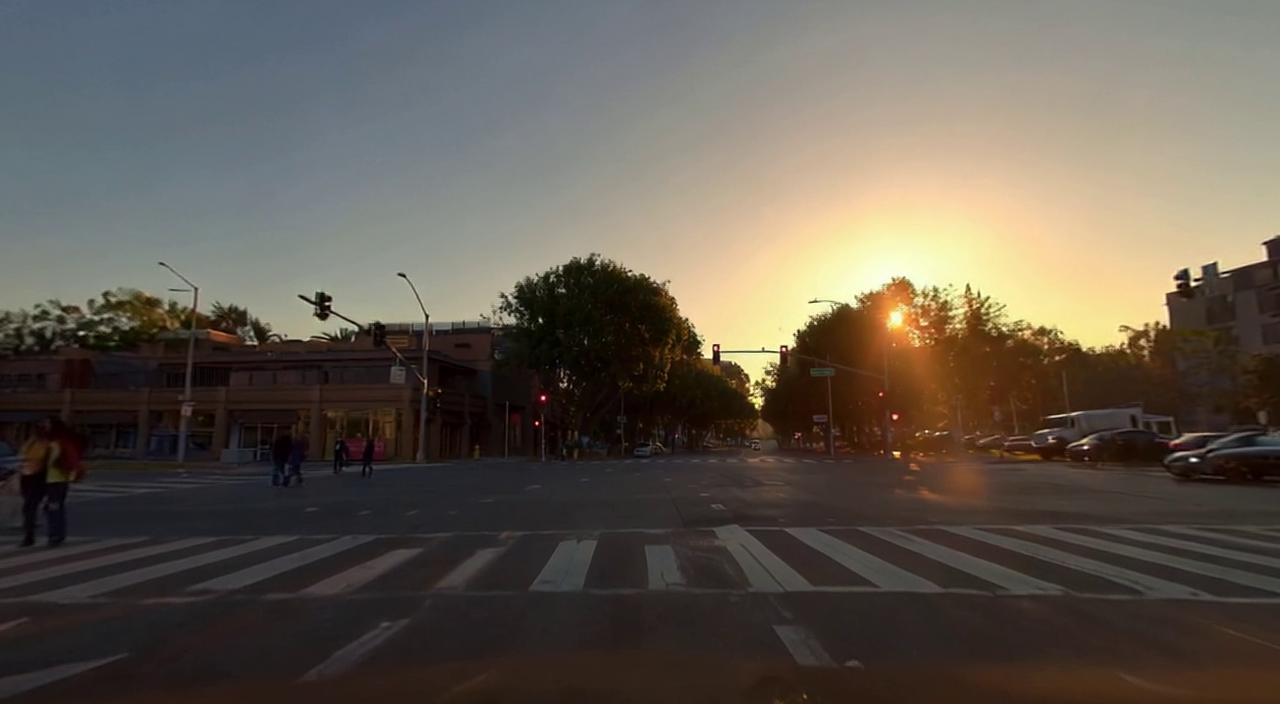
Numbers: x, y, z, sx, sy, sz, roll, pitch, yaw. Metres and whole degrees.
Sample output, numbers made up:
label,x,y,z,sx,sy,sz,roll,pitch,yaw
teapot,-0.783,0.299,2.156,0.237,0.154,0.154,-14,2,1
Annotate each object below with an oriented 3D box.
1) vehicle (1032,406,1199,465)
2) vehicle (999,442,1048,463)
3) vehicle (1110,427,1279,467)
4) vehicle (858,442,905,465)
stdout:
label,x,y,z,sx,sy,sz,roll,pitch,yaw
vehicle,23.019,4.107,30.850,5.855,2.746,2.523,-1,-9,4
vehicle,27.764,7.274,45.814,1.589,1.405,3.633,-1,-9,6
vehicle,21.389,3.670,24.474,4.740,1.464,1.876,-1,-9,3
vehicle,17.598,7.432,46.276,1.789,1.557,4.293,0,-9,1
